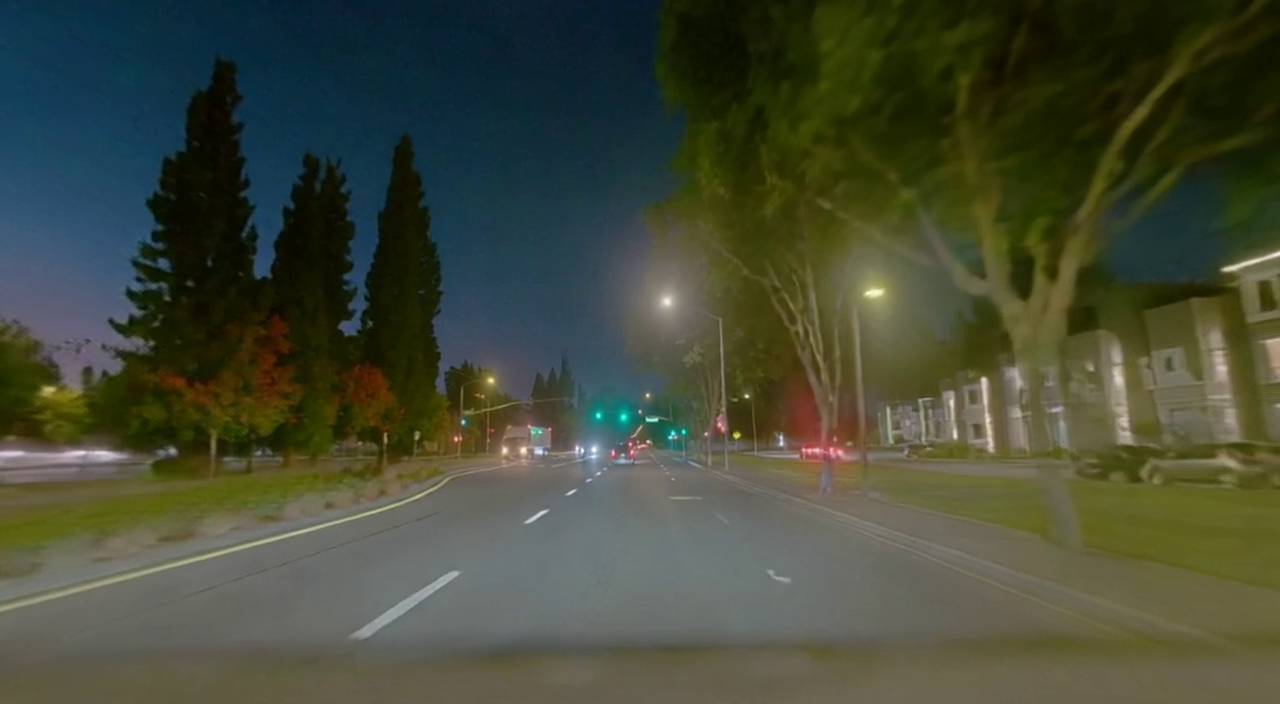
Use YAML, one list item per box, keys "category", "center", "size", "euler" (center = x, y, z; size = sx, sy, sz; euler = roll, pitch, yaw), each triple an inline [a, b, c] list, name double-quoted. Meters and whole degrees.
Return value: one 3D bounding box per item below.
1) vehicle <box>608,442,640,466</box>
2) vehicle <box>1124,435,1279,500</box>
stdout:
- category: "vehicle"
  center: [-1.062, 7.063, 43.918]
  size: [2.011, 1.498, 4.914]
  euler: [-1, -8, 1]
- category: "vehicle"
  center: [15.308, 2.857, 15.960]
  size: [4.673, 1.458, 2.046]
  euler: [1, -9, -7]
